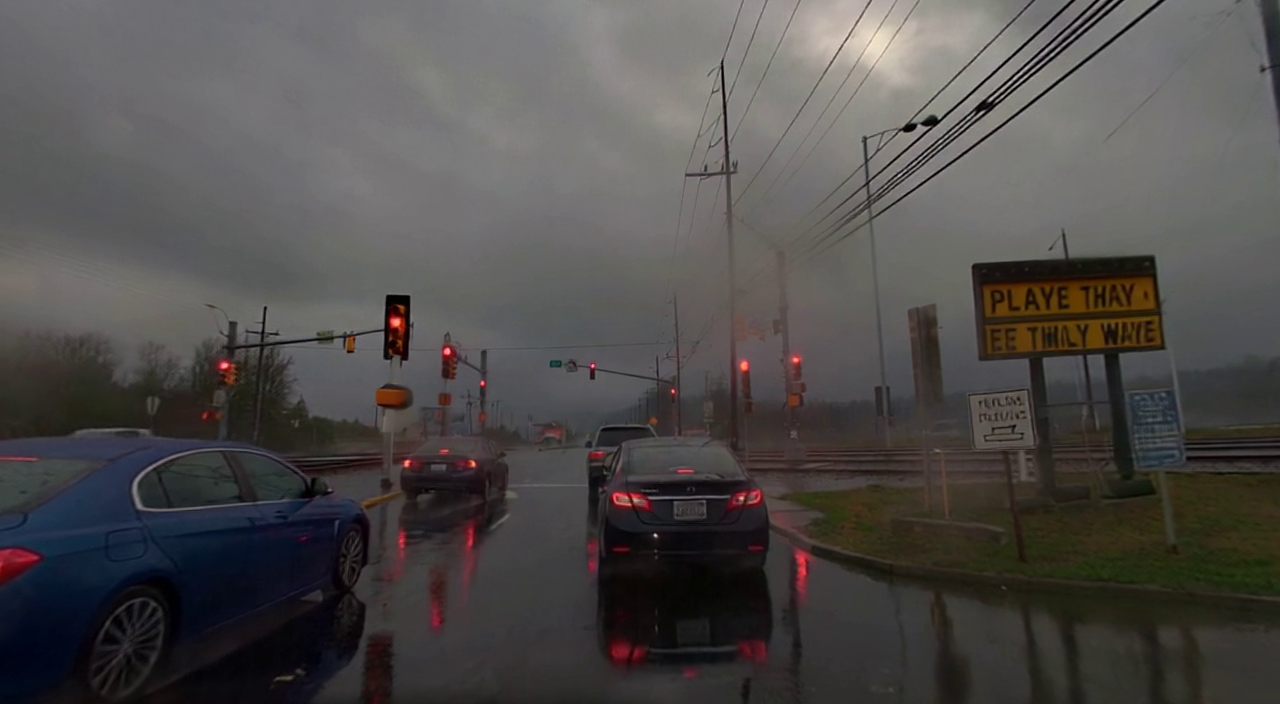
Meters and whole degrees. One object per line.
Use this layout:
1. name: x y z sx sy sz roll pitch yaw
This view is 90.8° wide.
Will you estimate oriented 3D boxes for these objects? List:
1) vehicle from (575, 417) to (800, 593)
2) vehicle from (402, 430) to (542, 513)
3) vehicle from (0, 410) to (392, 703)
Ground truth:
1. vehicle: 0.323 1.652 7.653 1.998 1.529 3.960 0 -9 -3
2. vehicle: -3.369 2.481 13.552 1.984 1.505 3.982 0 -9 -1
3. vehicle: -3.711 1.277 4.602 1.956 1.468 4.585 0 -8 0
